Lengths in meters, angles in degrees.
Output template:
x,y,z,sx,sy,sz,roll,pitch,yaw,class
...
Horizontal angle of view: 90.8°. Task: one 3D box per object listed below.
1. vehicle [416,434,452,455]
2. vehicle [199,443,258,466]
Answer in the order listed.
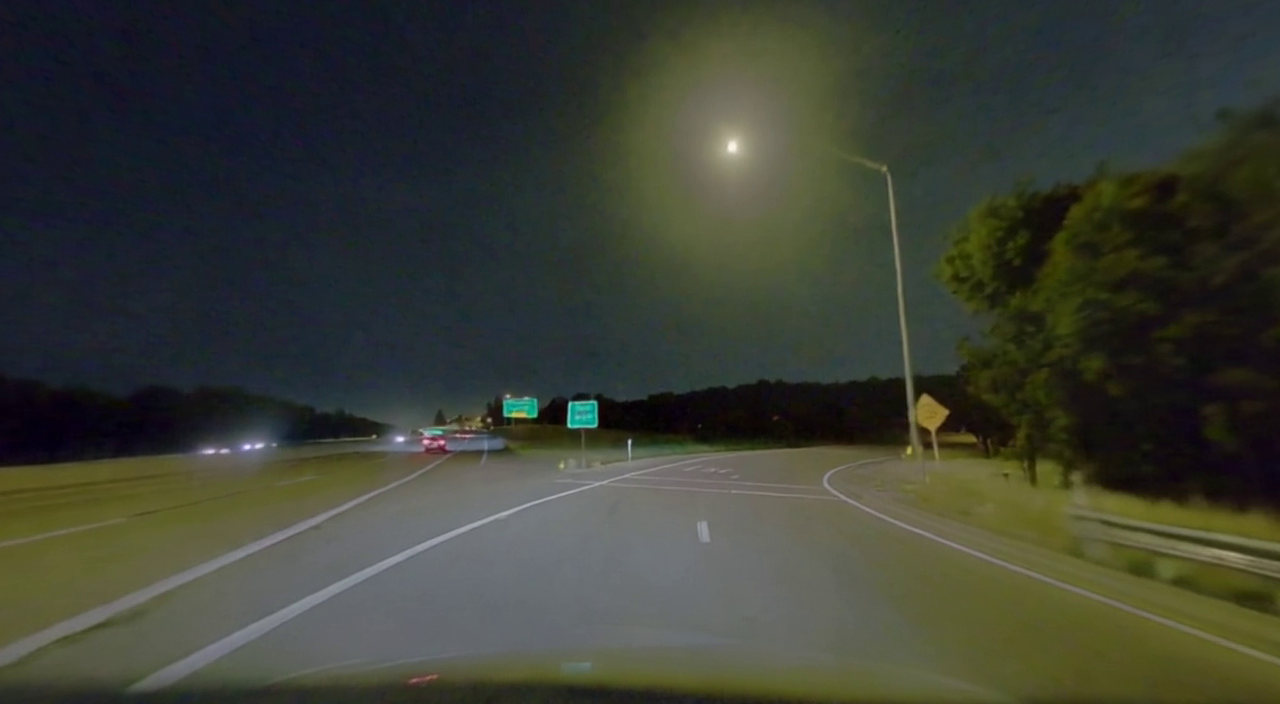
x,y,z,sx,sy,sz,roll,pitch,yaw,class
-15.147,6.866,46.651,2.108,1.472,4.099,2,-9,-13,vehicle
-27.695,6.890,42.639,1.847,1.440,4.250,2,-9,-12,vehicle
